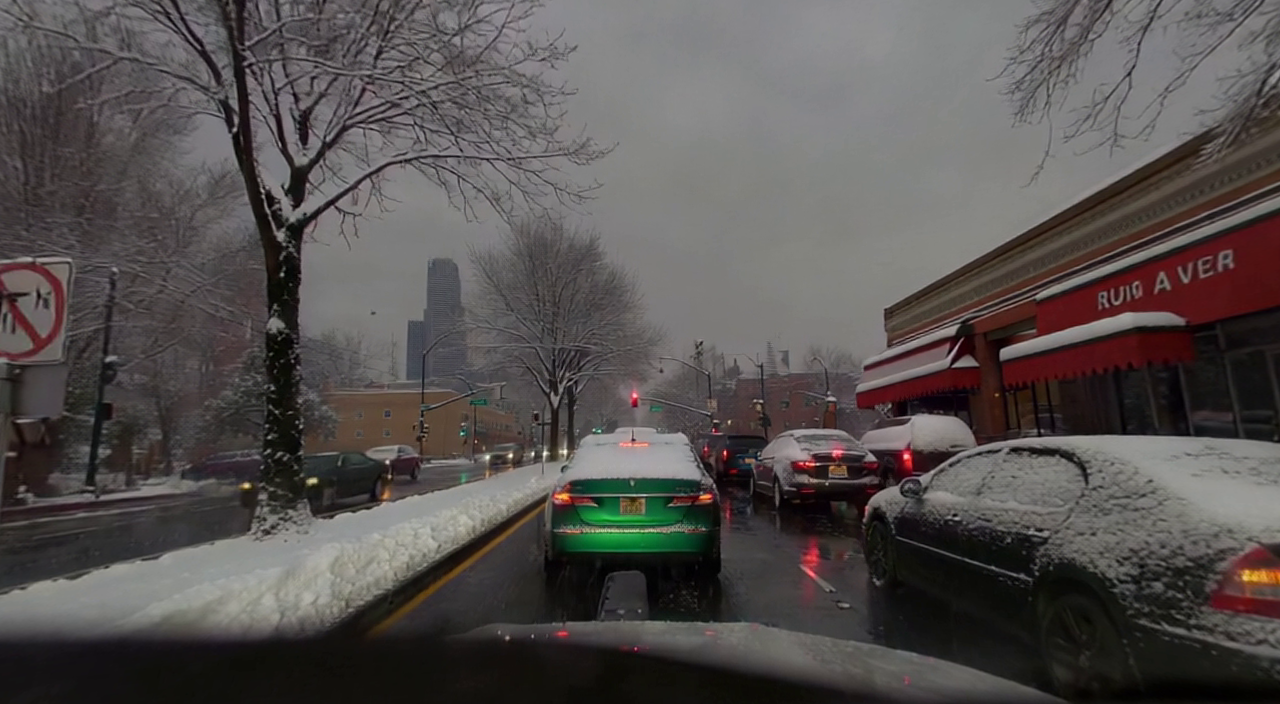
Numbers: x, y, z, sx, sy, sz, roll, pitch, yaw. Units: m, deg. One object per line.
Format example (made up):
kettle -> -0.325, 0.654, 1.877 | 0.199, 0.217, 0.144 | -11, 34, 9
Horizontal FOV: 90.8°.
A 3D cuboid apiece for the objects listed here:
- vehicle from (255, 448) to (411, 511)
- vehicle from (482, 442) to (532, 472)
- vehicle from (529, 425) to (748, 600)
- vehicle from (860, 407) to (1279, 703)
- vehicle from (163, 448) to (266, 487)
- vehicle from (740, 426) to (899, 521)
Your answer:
vehicle -> -7.955, 3.310, 16.931 | 1.991, 1.433, 4.261 | 0, -9, 1
vehicle -> -8.135, 6.446, 39.065 | 2.079, 1.695, 4.374 | 0, -9, 0
vehicle -> -0.025, 1.653, 7.290 | 1.887, 1.487, 3.535 | 0, -9, 0
vehicle -> 3.312, 1.257, 4.480 | 1.988, 1.480, 4.195 | 0, -9, 0
vehicle -> -20.631, 5.546, 30.623 | 4.329, 1.773, 2.072 | -4, -9, 25
vehicle -> 3.534, 2.484, 13.414 | 2.025, 1.660, 4.263 | 0, -9, -1
